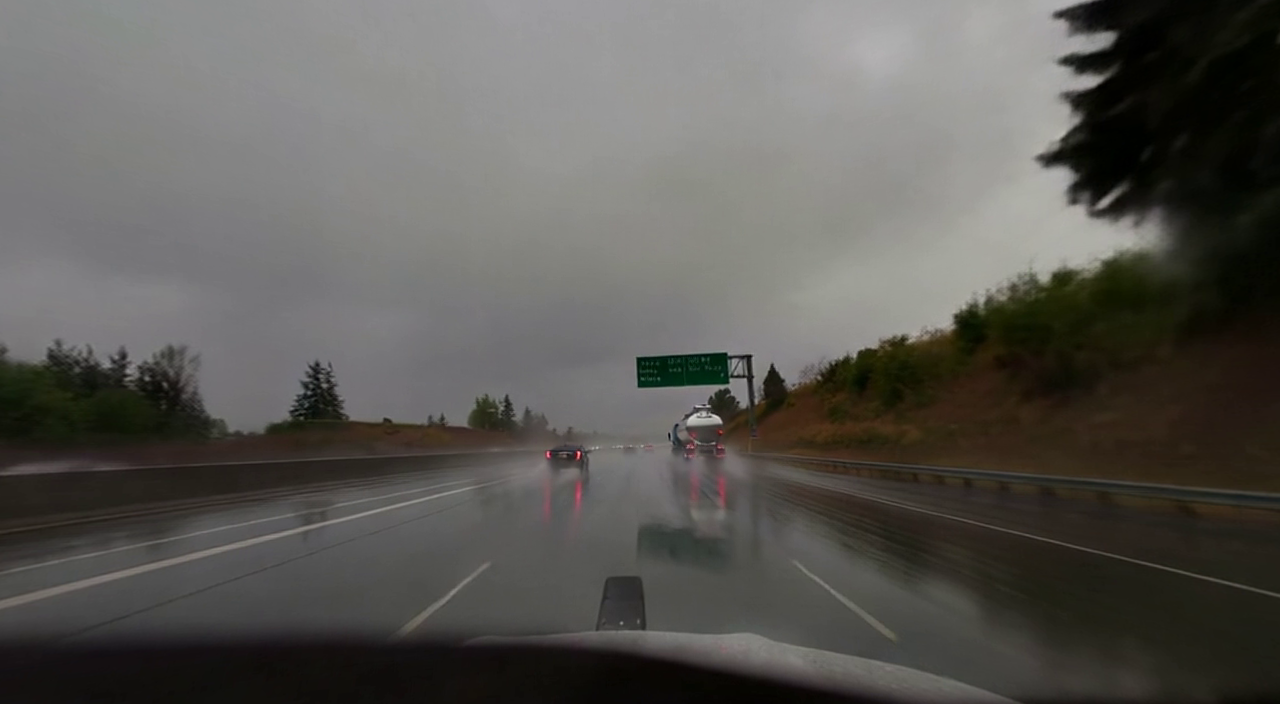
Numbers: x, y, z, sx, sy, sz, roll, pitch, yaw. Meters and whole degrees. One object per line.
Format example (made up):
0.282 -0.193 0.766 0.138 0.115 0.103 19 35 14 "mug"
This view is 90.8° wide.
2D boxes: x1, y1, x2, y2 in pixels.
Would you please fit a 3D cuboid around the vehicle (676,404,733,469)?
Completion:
4.047 5.659 41.717 2.759 3.734 9.708 0 -9 0 "vehicle"

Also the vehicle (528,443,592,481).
-3.263 4.594 26.655 1.986 1.458 4.506 0 -9 1 "vehicle"
